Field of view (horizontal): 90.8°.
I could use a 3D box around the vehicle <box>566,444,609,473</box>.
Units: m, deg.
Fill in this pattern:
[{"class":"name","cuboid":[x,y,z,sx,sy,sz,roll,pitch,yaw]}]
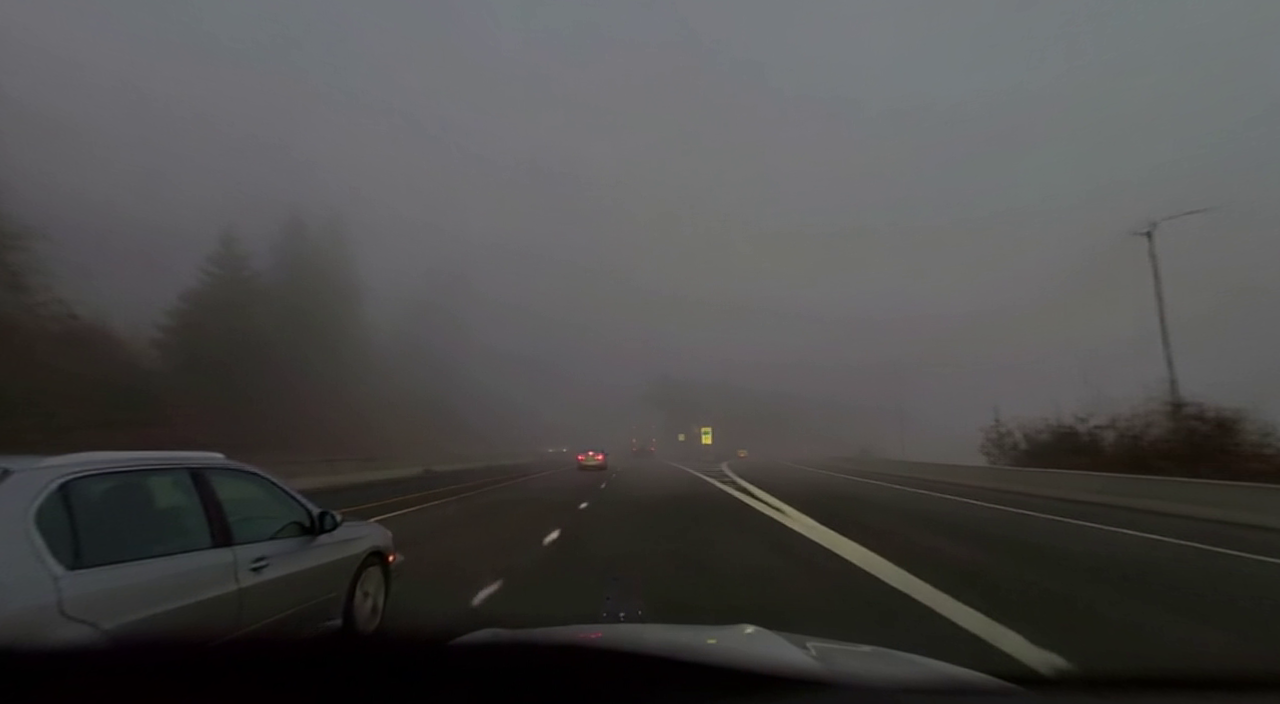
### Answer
[{"class":"vehicle","cuboid":[-3.072,6.352,37.699,2.184,1.574,5.004,0,-9,0]}]
